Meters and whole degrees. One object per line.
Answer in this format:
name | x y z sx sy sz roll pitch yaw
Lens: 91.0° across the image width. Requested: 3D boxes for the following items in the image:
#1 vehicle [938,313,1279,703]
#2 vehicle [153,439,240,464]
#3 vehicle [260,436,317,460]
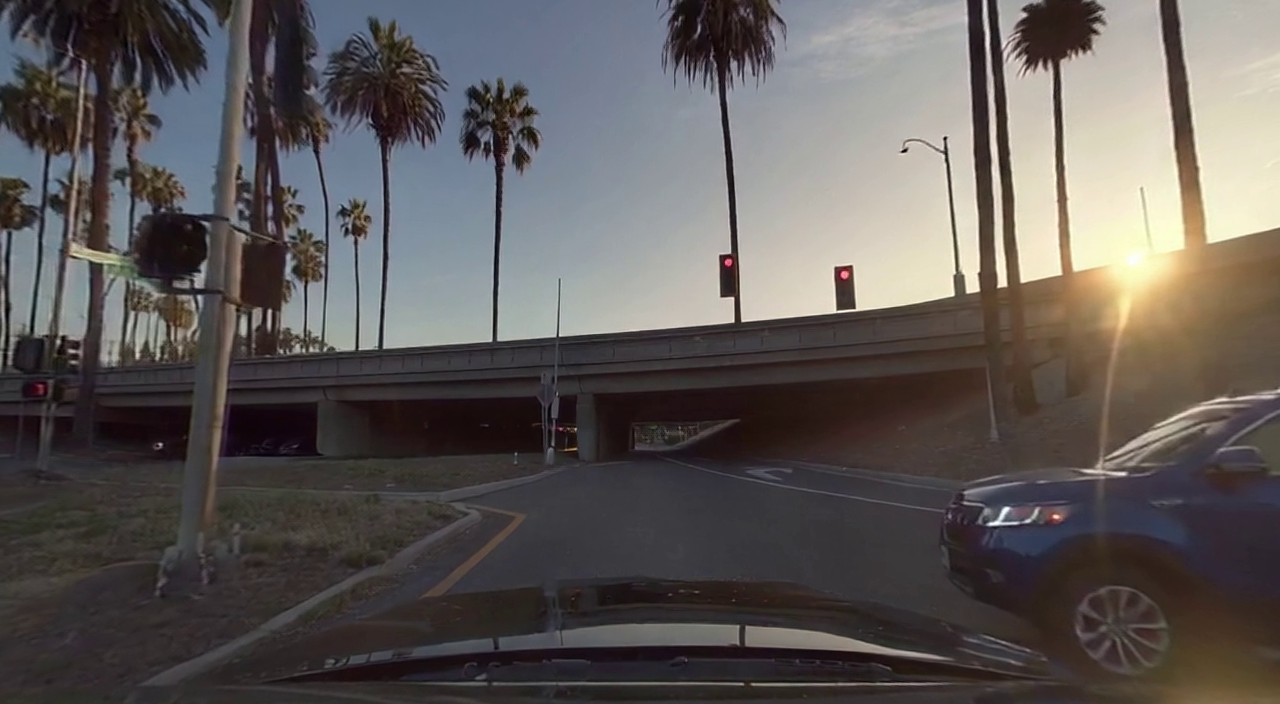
vehicle | 3.450 0.792 2.698 2.028 1.770 4.737 0 -9 0
vehicle | -26.535 5.974 37.851 1.830 1.443 4.551 0 -9 2
vehicle | -26.238 7.187 47.122 1.941 1.631 4.017 0 -9 0
